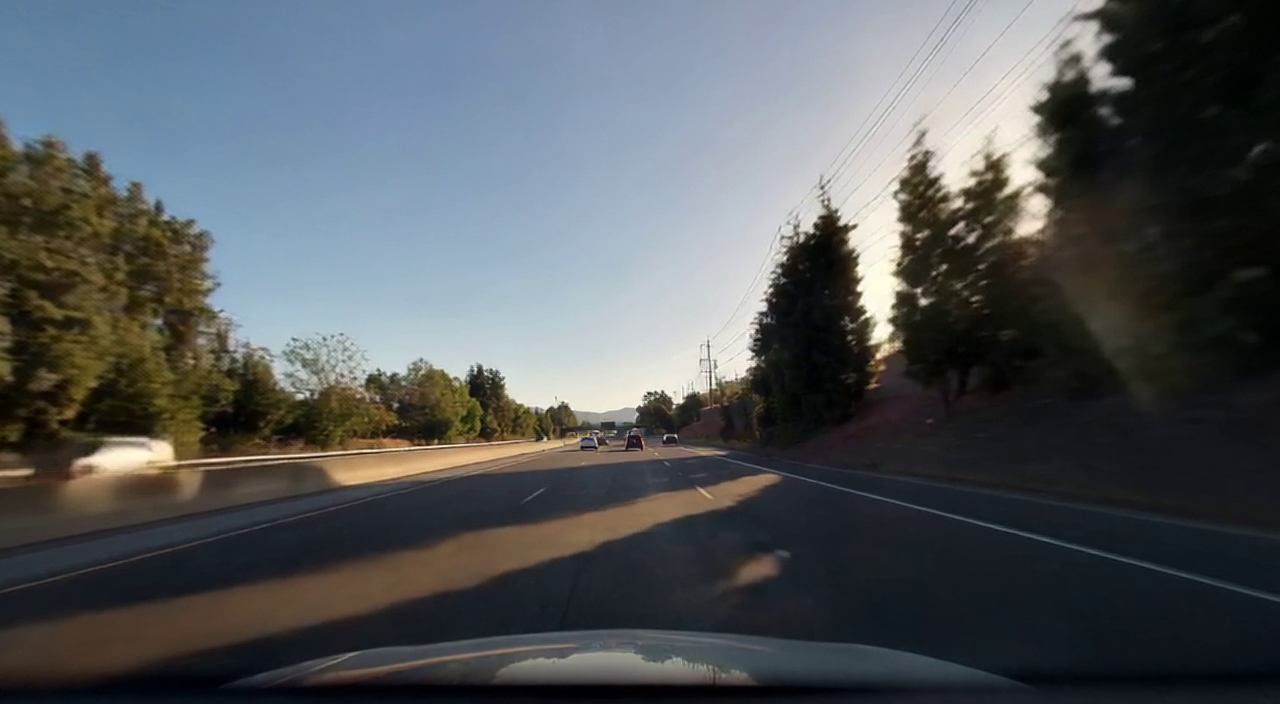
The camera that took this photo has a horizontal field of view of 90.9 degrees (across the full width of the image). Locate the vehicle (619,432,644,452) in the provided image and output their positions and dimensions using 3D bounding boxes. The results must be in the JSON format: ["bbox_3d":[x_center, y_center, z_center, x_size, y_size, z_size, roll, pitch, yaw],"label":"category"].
[{"bbox_3d":[-0.662,7.109,49.753,1.890,1.472,3.716,0,-8,-1],"label":"vehicle"}]

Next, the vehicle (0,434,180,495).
[{"bbox_3d":[-17.364,3.459,20.050,1.963,1.688,4.677,0,-8,-1],"label":"vehicle"}]
